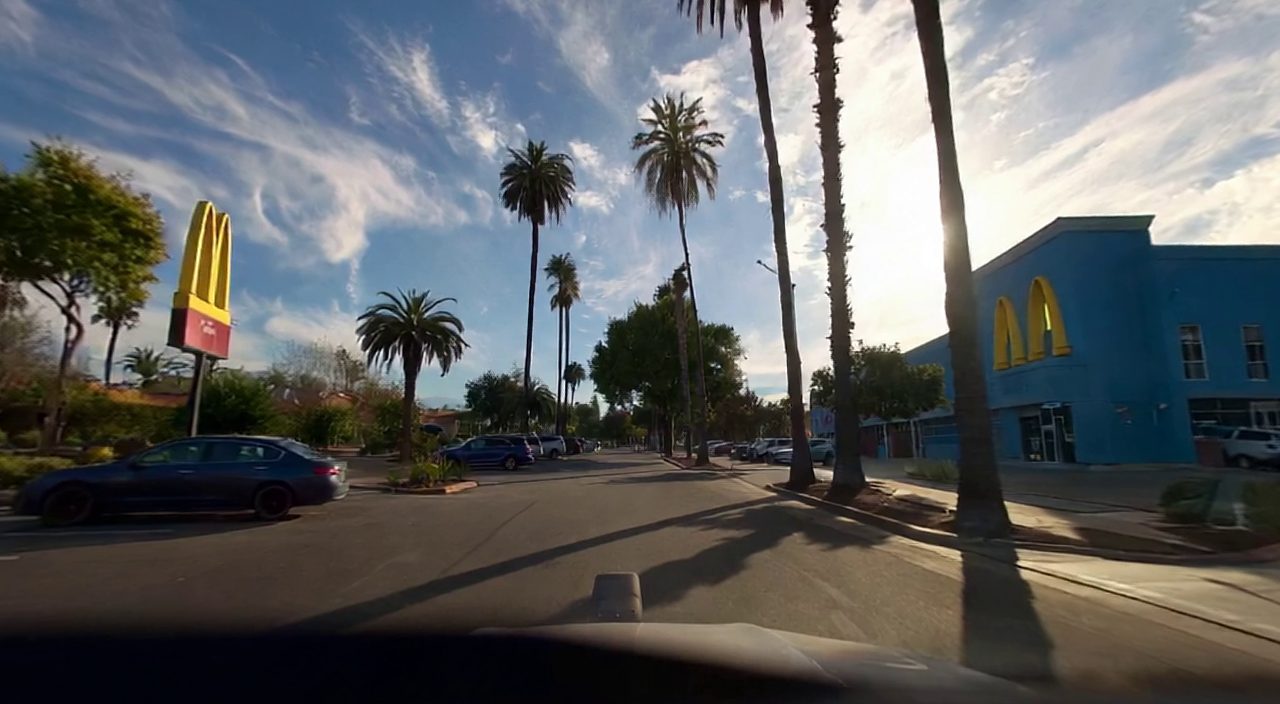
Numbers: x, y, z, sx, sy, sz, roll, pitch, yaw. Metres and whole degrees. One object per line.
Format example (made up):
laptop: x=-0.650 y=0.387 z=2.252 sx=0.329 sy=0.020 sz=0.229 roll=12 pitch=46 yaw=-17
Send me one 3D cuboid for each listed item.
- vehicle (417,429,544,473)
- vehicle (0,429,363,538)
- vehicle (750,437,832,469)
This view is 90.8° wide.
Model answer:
vehicle: x=-7.334 y=4.571 z=29.302 sx=5.210 sy=1.834 sz=2.281 roll=5 pitch=-10 yaw=-30
vehicle: x=-7.620 y=2.170 z=10.989 sx=4.838 sy=1.521 sz=2.105 roll=5 pitch=-10 yaw=-30
vehicle: x=9.004 y=6.000 z=37.559 sx=4.509 sy=1.759 sz=2.077 roll=5 pitch=-10 yaw=-31
